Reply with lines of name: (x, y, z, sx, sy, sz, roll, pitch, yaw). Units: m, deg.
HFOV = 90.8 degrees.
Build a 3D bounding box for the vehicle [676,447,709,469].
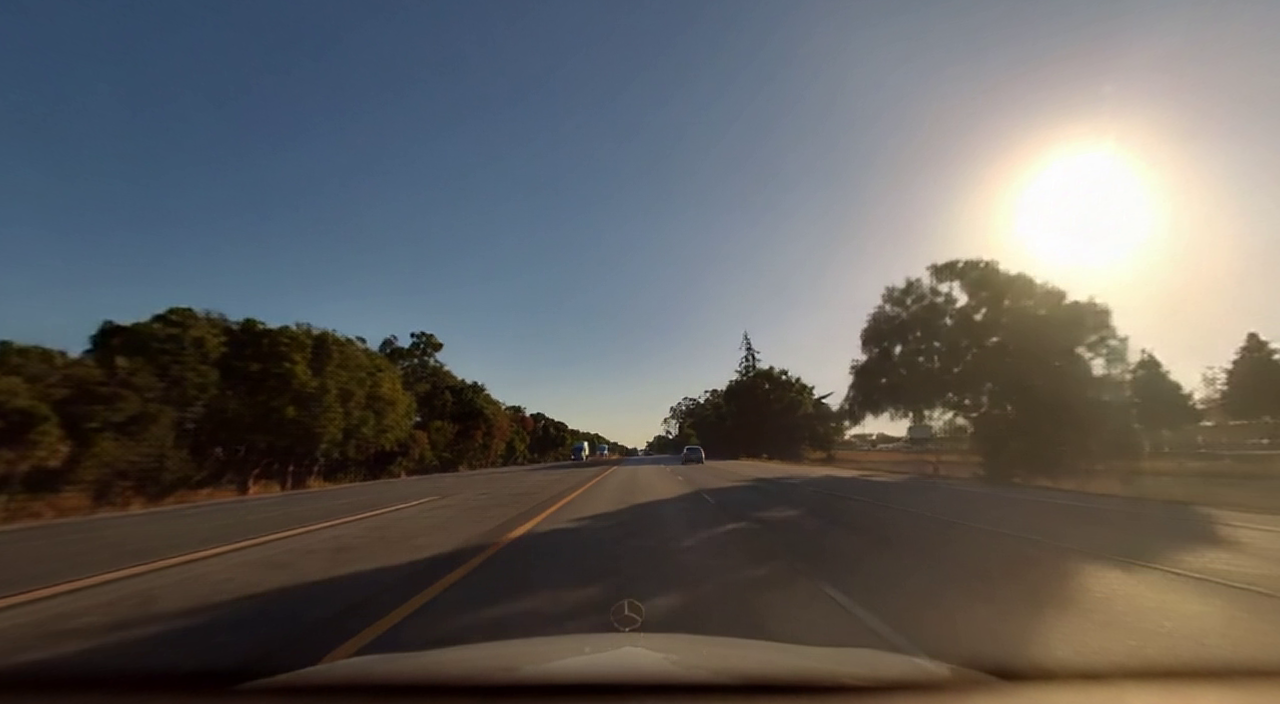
vehicle: (3.848, 7.857, 46.975, 2.013, 1.584, 3.995, 0, -9, -1)
